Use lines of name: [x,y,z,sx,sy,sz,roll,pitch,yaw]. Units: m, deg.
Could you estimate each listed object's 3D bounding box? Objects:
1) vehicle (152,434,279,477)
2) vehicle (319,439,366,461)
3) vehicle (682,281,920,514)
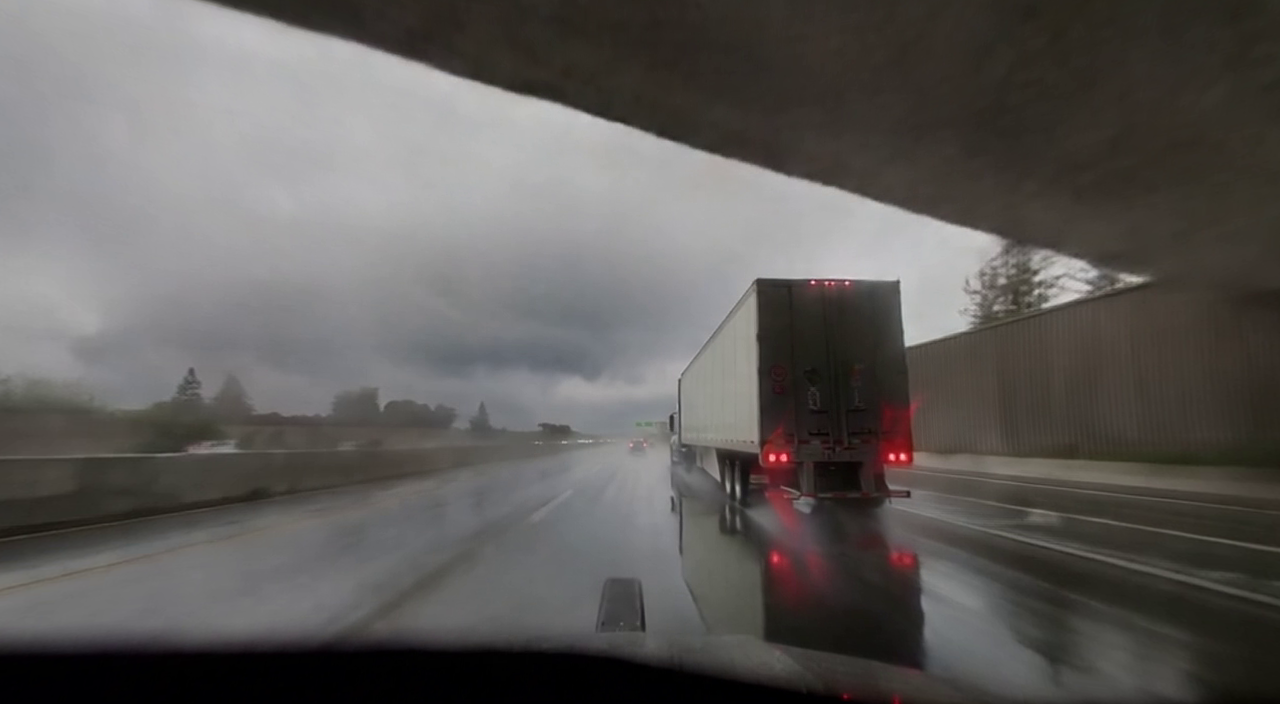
vehicle: [-29.732,7.305,44.920,2.819,2.709,9.047,0,-9,-1]
vehicle: [-21.806,7.188,46.380,1.647,1.481,3.671,0,-9,0]
vehicle: [3.371,2.010,19.389,2.743,4.160,16.408,0,-9,-1]
